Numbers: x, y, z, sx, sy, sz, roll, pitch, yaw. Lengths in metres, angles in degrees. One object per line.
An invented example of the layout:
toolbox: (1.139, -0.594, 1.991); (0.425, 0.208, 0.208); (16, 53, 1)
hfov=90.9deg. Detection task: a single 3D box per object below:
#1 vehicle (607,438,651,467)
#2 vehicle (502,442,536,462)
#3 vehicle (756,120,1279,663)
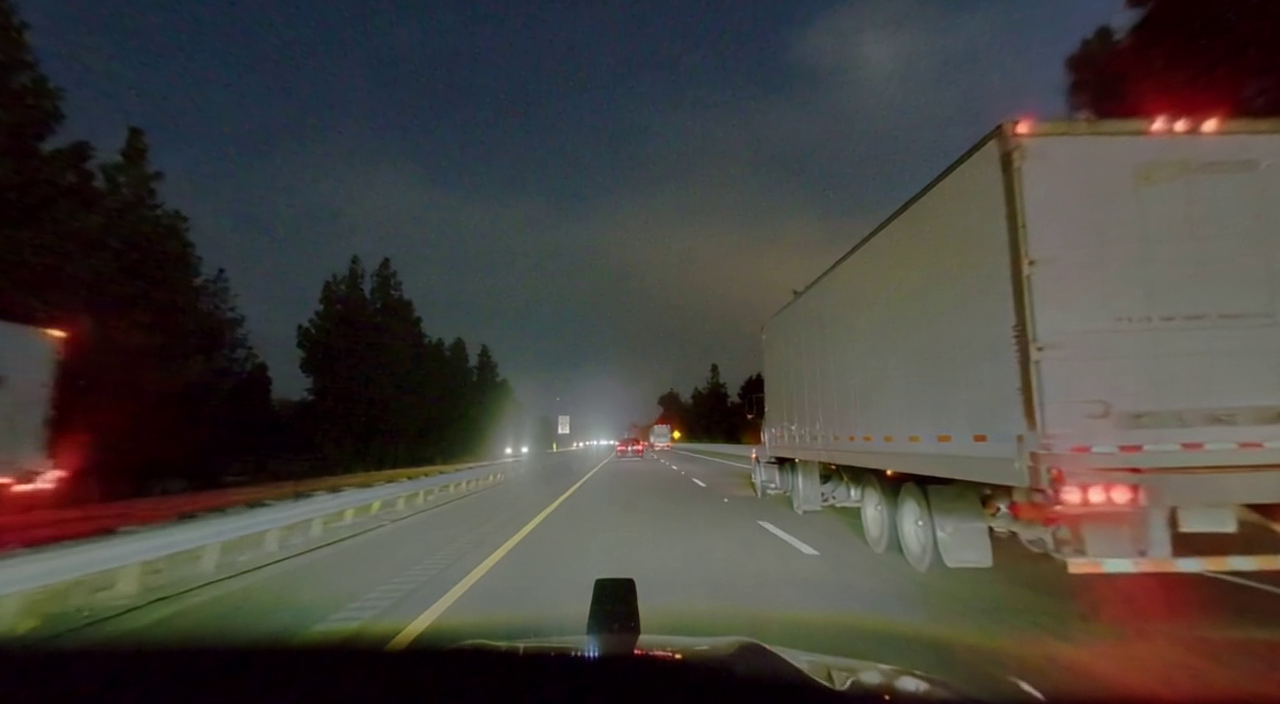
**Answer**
vehicle: (-0.592, 5.380, 34.082); (2.259, 1.466, 3.693); (0, -8, -1)
vehicle: (-9.380, 7.718, 49.030); (1.882, 1.446, 3.944); (0, -8, -1)
vehicle: (3.833, 0.697, 8.189); (2.921, 3.526, 8.207); (0, -8, -1)
